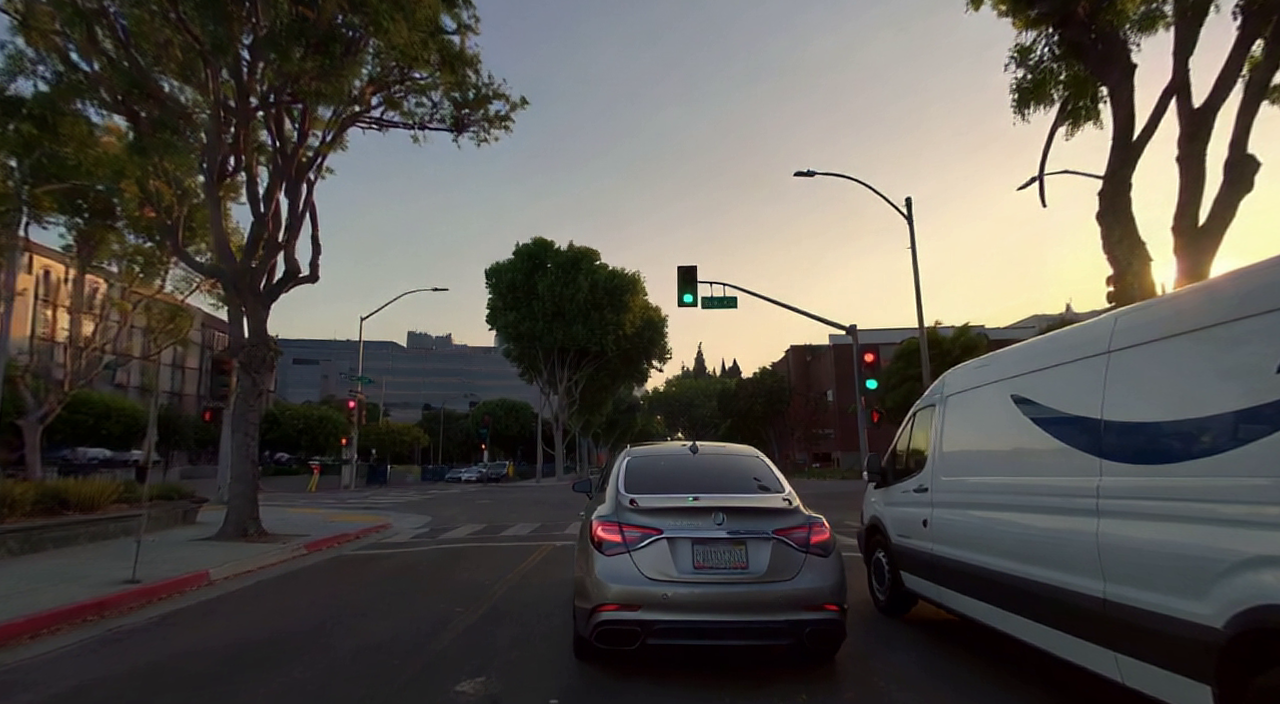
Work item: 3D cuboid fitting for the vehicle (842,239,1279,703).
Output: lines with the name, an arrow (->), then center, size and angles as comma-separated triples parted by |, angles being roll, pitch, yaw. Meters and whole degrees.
vehicle -> 2.849, 0.886, 2.891 | 2.054, 1.965, 5.248 | 1, -11, 0

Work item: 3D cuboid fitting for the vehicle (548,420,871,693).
vehicle -> 0.388, 1.587, 5.734 | 1.961, 1.629, 3.610 | 1, -11, -1
